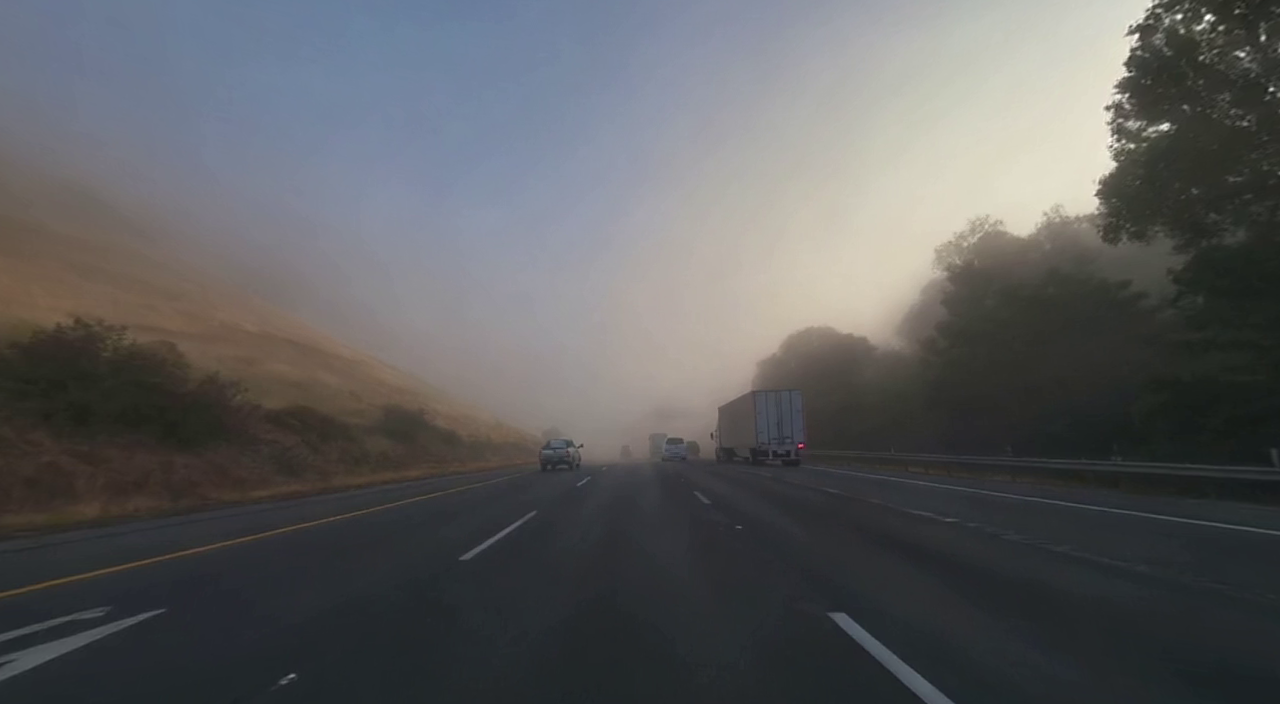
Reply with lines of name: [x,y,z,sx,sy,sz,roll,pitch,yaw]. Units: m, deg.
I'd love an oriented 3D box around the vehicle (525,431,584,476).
vehicle: [-4.016,4.892,30.542,2.193,1.977,4.759,0,-9,0]

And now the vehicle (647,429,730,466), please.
vehicle: [3.062,6.171,40.832,5.075,2.277,2.365,0,-9,-2]

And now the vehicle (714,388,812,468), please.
vehicle: [7.394,5.239,41.369,2.935,4.187,16.357,0,-9,-1]
